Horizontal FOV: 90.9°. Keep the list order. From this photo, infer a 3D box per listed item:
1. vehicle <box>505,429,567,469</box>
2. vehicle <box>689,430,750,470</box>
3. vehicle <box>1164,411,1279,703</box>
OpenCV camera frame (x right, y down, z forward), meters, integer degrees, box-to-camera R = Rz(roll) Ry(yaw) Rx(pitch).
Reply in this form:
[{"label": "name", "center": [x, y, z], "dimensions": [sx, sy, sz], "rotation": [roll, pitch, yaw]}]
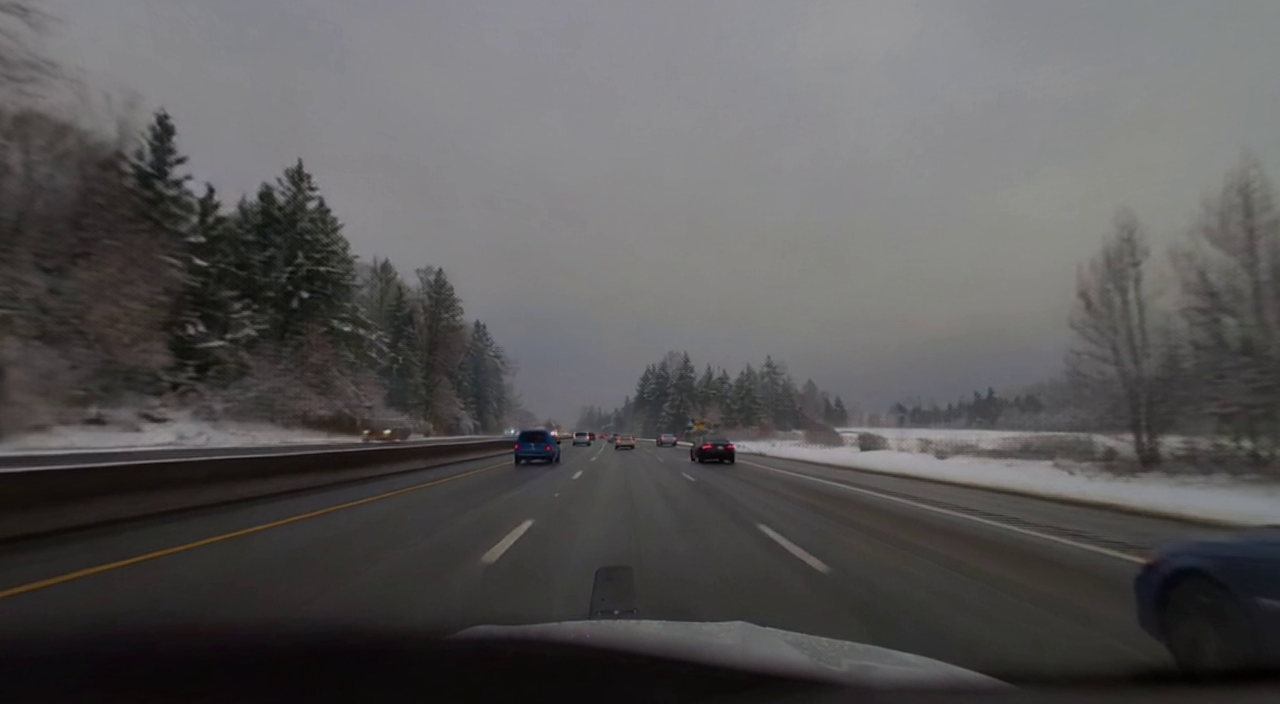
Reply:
[{"label": "vehicle", "center": [-4.224, 3.992, 26.292], "dimensions": [1.941, 1.529, 4.111], "rotation": [0, -8, -1]}, {"label": "vehicle", "center": [3.267, 4.099, 26.560], "dimensions": [1.883, 1.536, 3.792], "rotation": [1, -8, -3]}, {"label": "vehicle", "center": [3.970, 0.844, 1.548], "dimensions": [1.986, 1.488, 3.867], "rotation": [0, -8, -1]}]
